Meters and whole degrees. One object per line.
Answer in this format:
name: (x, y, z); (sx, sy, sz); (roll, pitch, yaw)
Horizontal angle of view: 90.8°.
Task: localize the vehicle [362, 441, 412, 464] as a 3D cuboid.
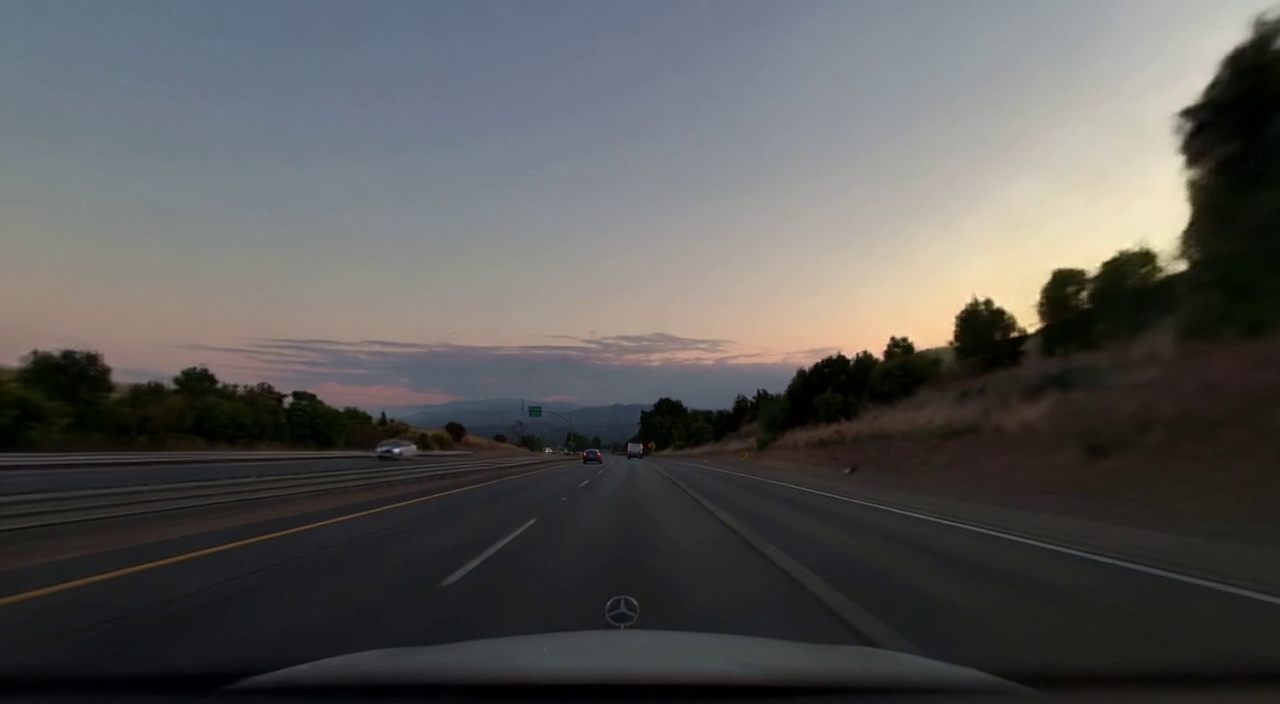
vehicle: (-18.171, 7.220, 45.548); (1.840, 1.556, 4.355); (0, -9, -1)
